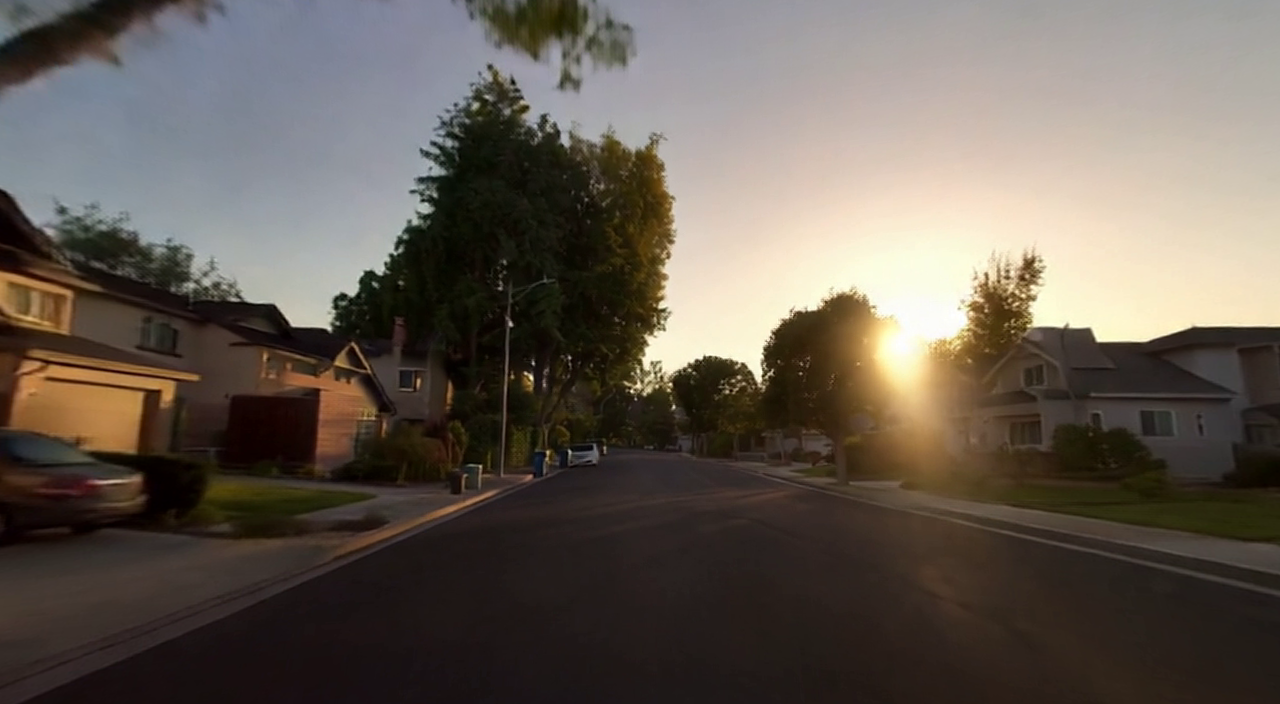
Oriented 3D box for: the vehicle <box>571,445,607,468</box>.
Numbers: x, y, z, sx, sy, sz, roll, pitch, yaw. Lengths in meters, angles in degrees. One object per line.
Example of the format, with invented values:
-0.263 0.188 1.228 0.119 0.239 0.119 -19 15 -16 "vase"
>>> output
-3.364 7.024 42.509 2.017 1.397 4.004 -1 -8 2 "vehicle"
